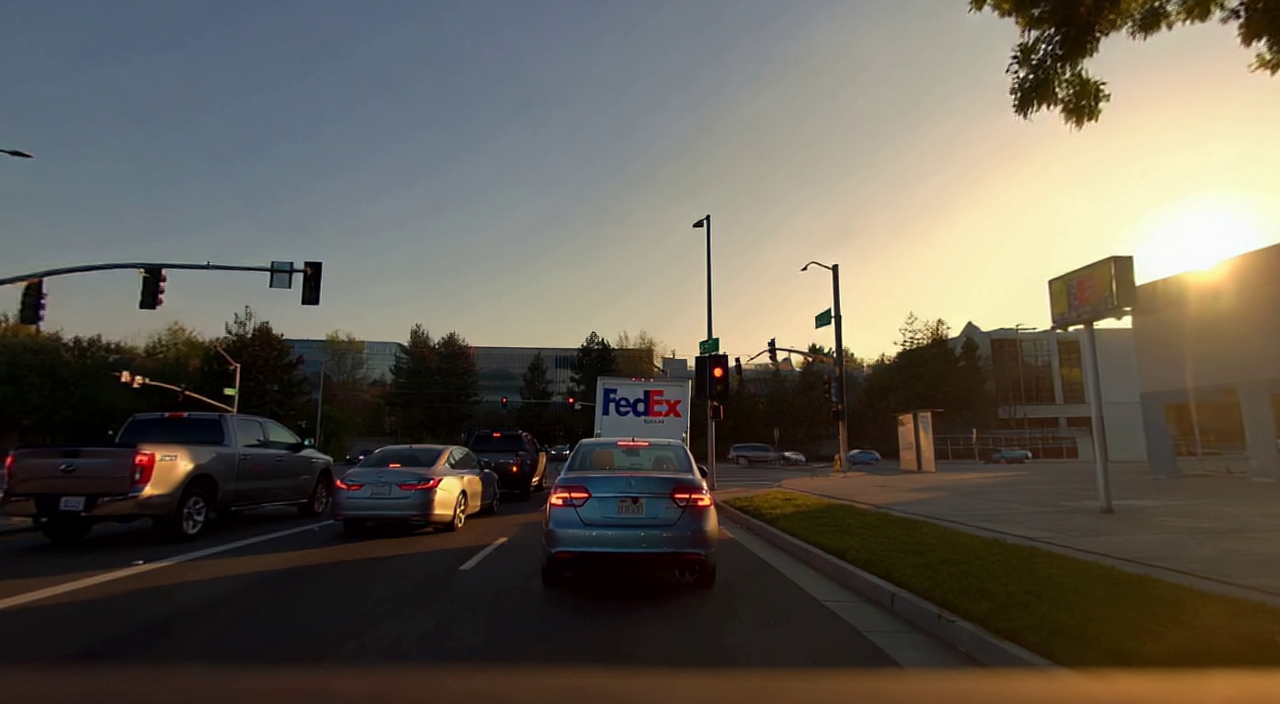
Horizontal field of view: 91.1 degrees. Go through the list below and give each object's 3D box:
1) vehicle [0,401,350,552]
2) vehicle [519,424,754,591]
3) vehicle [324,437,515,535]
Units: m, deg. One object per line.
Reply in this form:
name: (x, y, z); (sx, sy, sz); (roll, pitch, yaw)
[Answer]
vehicle: (-7.267, 1.983, 10.745); (2.125, 1.893, 5.498); (0, -9, -2)
vehicle: (-0.036, 1.748, 7.953); (2.145, 1.513, 4.269); (0, -9, 0)
vehicle: (-3.855, 2.402, 11.949); (1.949, 1.487, 4.390); (0, -9, 1)
